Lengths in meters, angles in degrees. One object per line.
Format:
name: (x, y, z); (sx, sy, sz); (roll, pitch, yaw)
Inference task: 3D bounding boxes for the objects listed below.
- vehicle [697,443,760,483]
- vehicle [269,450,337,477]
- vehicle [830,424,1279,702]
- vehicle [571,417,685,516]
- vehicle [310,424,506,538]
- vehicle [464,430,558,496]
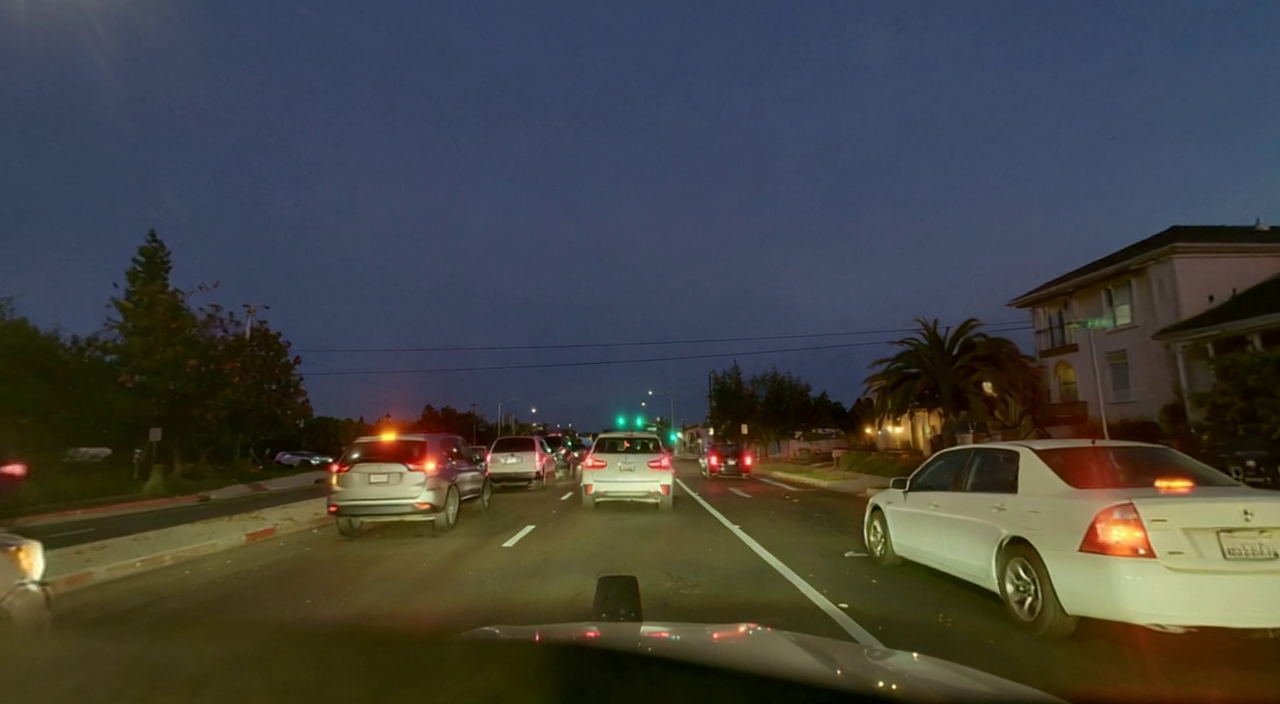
vehicle: (3.484, 4.436, 25.651); (1.880, 1.476, 3.932); (0, -8, -1)
vehicle: (-22.381, 7.399, 42.184); (2.060, 1.643, 4.623); (0, -8, -1)
vehicle: (3.469, 1.479, 5.776); (1.977, 1.480, 4.589); (0, -8, -1)
vehicle: (-0.277, 2.490, 14.193); (2.164, 1.867, 4.254); (0, -8, -1)
vehicle: (-3.724, 2.127, 11.086); (1.864, 1.576, 4.324); (0, -8, -1)
vehicle: (-3.649, 3.223, 18.678); (1.932, 1.695, 4.150); (0, -8, 0)
